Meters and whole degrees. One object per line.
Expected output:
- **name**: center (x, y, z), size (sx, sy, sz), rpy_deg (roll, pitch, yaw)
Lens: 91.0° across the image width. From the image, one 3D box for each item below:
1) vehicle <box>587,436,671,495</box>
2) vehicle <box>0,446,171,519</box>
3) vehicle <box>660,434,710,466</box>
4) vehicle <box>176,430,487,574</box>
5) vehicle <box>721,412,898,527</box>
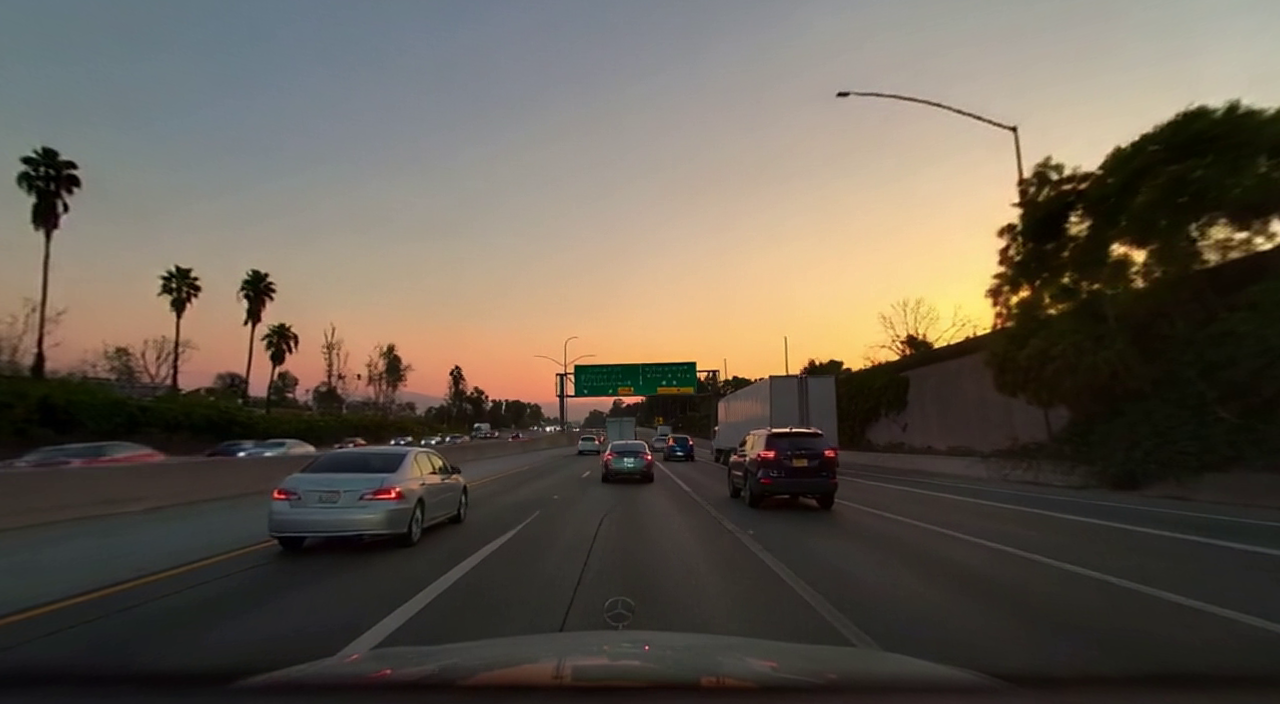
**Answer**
- **vehicle**: center (-0.304, 3.168, 17.917), size (2.136, 1.470, 3.971), rpy_deg (0, -8, -1)
- **vehicle**: center (-14.393, 3.102, 15.548), size (2.196, 1.493, 4.475), rpy_deg (0, -8, -1)
- **vehicle**: center (2.666, 6.049, 38.960), size (2.476, 1.843, 5.652), rpy_deg (0, -8, -2)
- **vehicle**: center (-3.655, 1.836, 8.606), size (1.998, 1.423, 4.436), rpy_deg (0, -8, 0)
- **vehicle**: center (3.079, 2.255, 12.658), size (2.173, 1.870, 4.499), rpy_deg (0, -8, -2)
